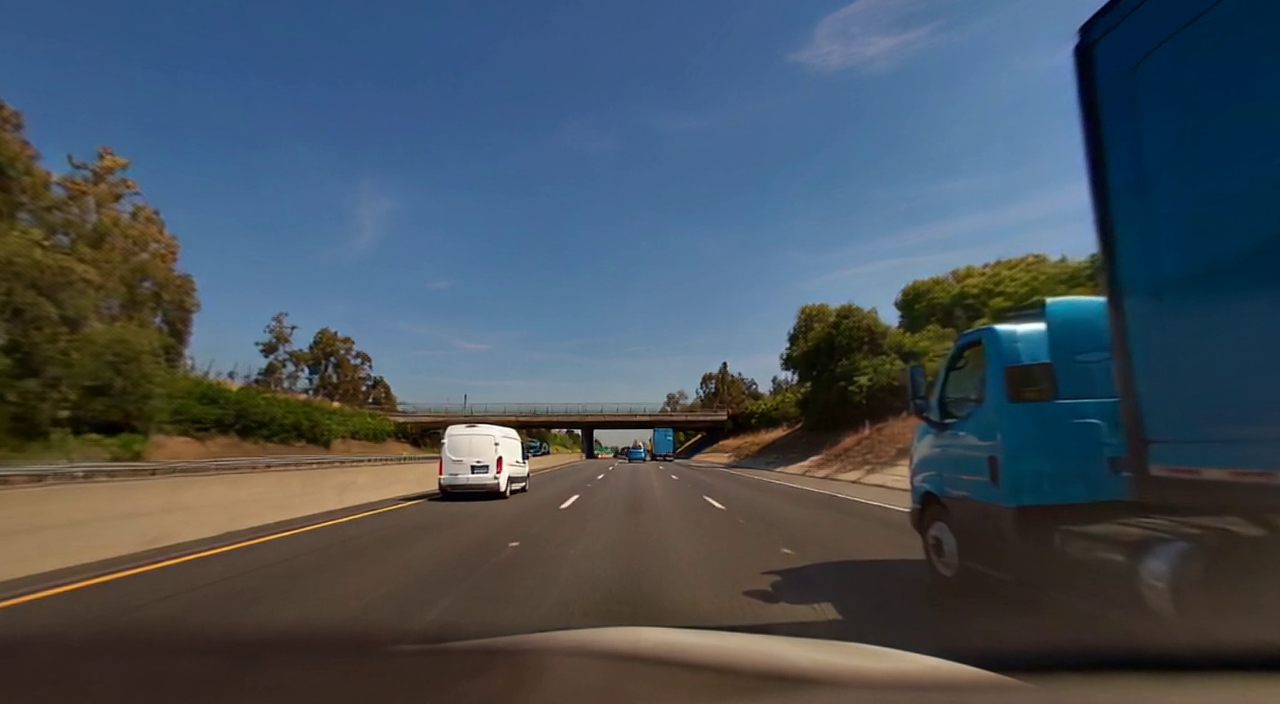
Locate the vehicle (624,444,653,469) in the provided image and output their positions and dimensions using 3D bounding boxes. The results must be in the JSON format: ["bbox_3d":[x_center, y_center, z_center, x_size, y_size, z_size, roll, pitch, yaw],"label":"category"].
[{"bbox_3d":[-0.120,8.005,48.340,2.166,1.747,4.299,0,-9,0],"label":"vehicle"}]

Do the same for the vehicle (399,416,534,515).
[{"bbox_3d":[-3.959,2.711,15.373,1.955,2.004,4.792,0,-9,0],"label":"vehicle"}]
